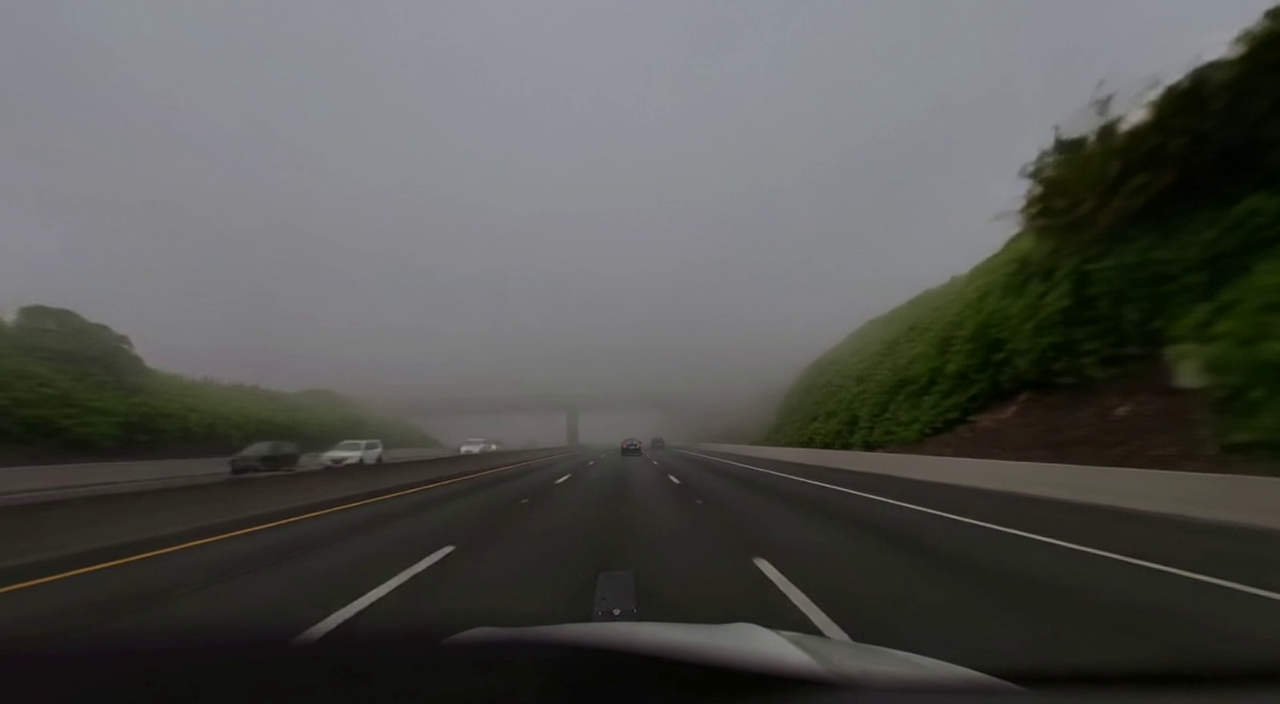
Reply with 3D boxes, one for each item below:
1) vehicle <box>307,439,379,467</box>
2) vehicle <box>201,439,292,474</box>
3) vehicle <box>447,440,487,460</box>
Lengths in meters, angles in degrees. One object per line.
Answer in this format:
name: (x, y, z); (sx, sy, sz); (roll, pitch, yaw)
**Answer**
vehicle: (-16.704, 5.675, 35.761); (1.903, 1.503, 4.536); (0, -8, -1)
vehicle: (-20.859, 5.505, 33.650); (1.981, 1.729, 4.491); (0, -8, -1)
vehicle: (-13.313, 7.517, 48.750); (1.931, 1.431, 4.313); (0, -8, -1)
